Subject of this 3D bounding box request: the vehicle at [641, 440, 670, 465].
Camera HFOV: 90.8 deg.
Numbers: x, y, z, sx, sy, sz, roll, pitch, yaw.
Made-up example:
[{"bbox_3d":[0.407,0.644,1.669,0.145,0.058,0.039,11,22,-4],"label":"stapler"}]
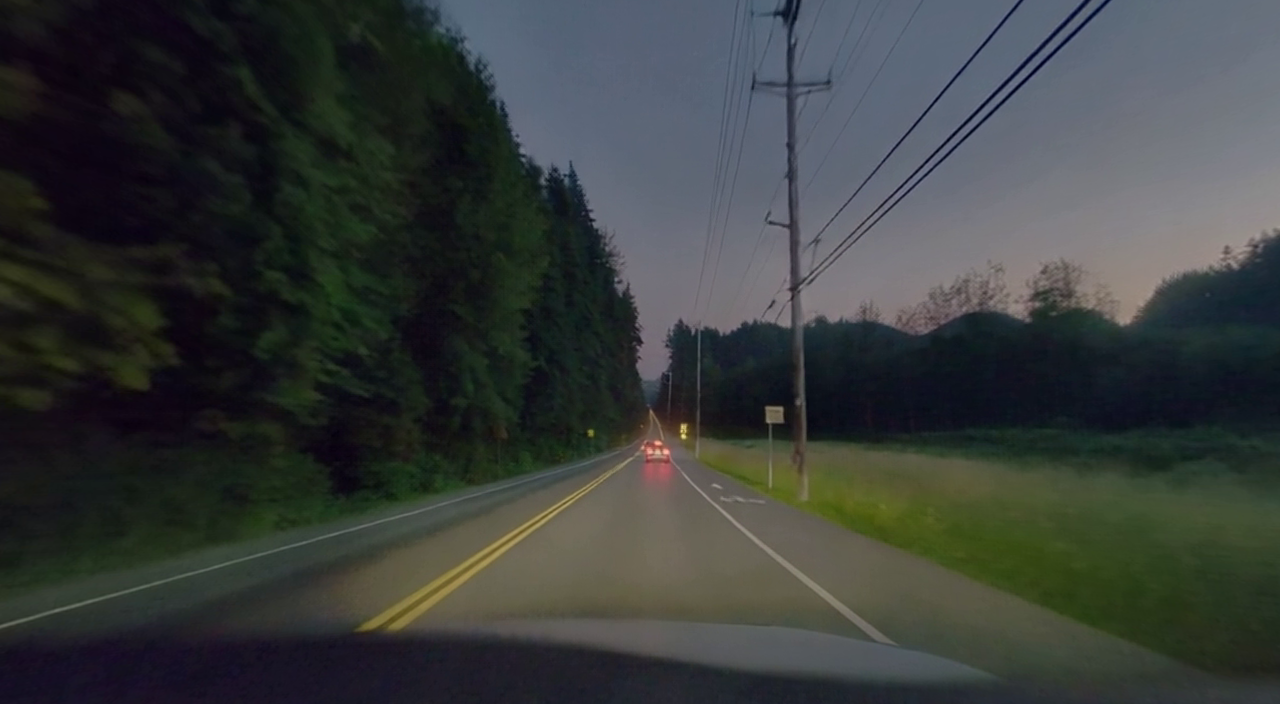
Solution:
[{"bbox_3d":[1.232,7.639,48.249,2.083,1.767,4.448,0,-9,2],"label":"vehicle"}]
